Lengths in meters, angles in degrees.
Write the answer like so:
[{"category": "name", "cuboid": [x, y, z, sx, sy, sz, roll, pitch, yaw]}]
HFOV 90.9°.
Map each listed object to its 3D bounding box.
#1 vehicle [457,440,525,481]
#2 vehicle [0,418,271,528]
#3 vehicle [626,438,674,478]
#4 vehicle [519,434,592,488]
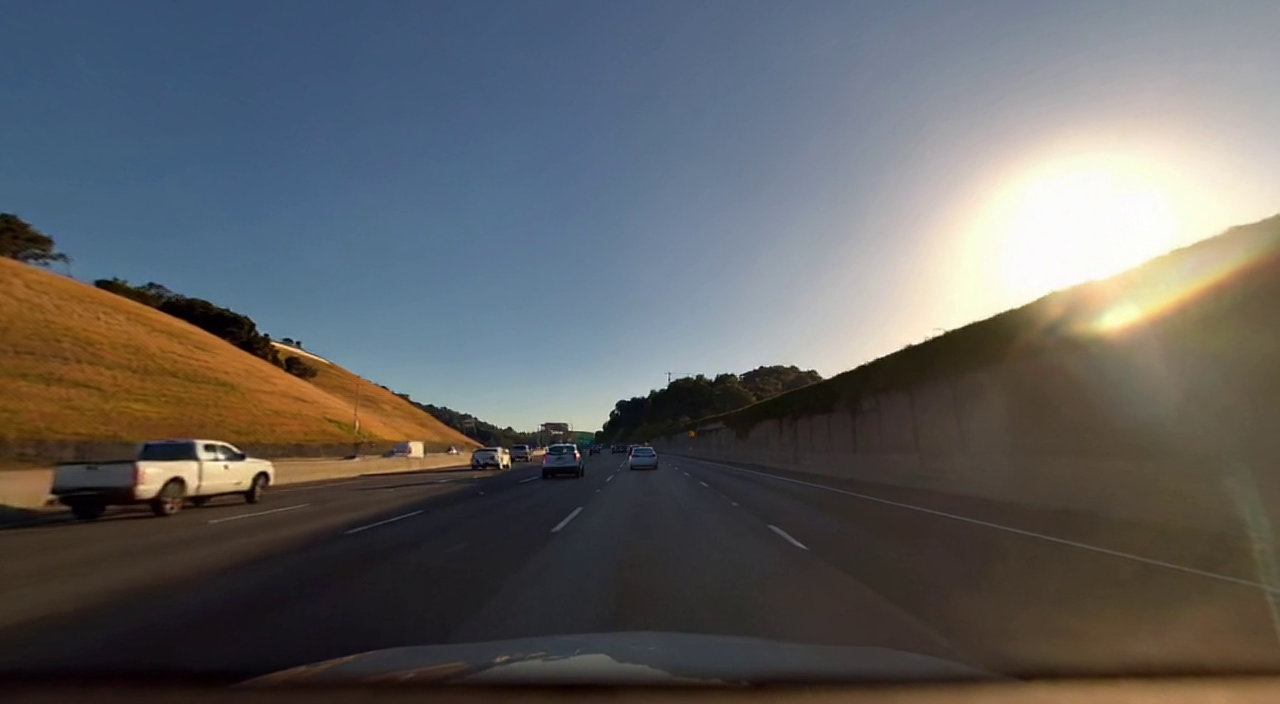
[{"category": "vehicle", "cuboid": [-6.736, 4.946, 28.991, 2.059, 1.745, 4.239, 0, -9, 1]}, {"category": "vehicle", "cuboid": [-10.813, 2.556, 13.937, 2.054, 1.933, 5.247, 0, -9, 1]}, {"category": "vehicle", "cuboid": [0.447, 5.251, 31.496, 2.233, 1.804, 4.273, 0, -9, 0]}, {"category": "vehicle", "cuboid": [-3.091, 4.108, 24.088, 2.093, 1.820, 4.506, 0, -9, 1]}]
